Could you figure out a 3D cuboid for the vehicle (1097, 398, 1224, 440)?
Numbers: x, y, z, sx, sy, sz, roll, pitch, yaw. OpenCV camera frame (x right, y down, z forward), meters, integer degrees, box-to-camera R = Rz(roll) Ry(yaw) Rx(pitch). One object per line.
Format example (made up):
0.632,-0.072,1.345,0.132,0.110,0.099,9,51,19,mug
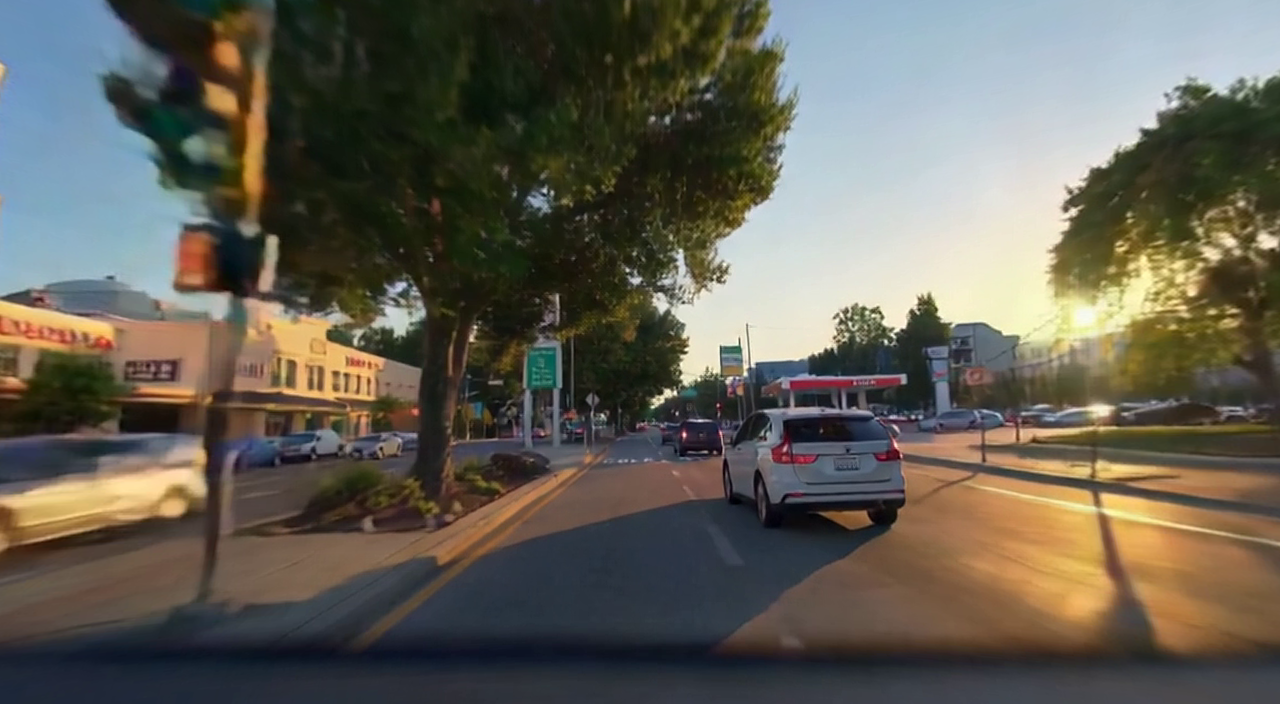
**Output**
24.676,3.290,30.122,2.066,1.817,4.675,0,-9,1,vehicle

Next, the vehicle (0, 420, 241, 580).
-7.351,1.696,7.709,2.014,1.566,4.437,0,-9,0,vehicle

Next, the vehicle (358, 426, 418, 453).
-18.068,6.326,45.359,2.129,1.843,5.067,0,-9,1,vehicle

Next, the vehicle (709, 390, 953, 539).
2.493,1.665,9.801,2.183,1.720,4.842,0,-9,-1,vehicle

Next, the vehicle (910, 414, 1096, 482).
9.700,2.655,17.496,2.177,1.593,5.027,0,-9,0,vehicle

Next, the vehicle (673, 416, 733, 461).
2.525,3.642,26.310,1.999,1.679,4.217,0,-9,-1,vehicle

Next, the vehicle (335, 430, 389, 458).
-16.673,5.523,37.578,2.290,1.519,4.860,5,-10,-30,vehicle

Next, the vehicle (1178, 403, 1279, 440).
28.266,3.340,29.707,2.131,1.561,3.901,0,-9,-1,vehicle

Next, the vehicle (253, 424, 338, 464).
-18.013,4.860,33.222,1.930,1.935,4.567,0,-9,-1,vehicle
